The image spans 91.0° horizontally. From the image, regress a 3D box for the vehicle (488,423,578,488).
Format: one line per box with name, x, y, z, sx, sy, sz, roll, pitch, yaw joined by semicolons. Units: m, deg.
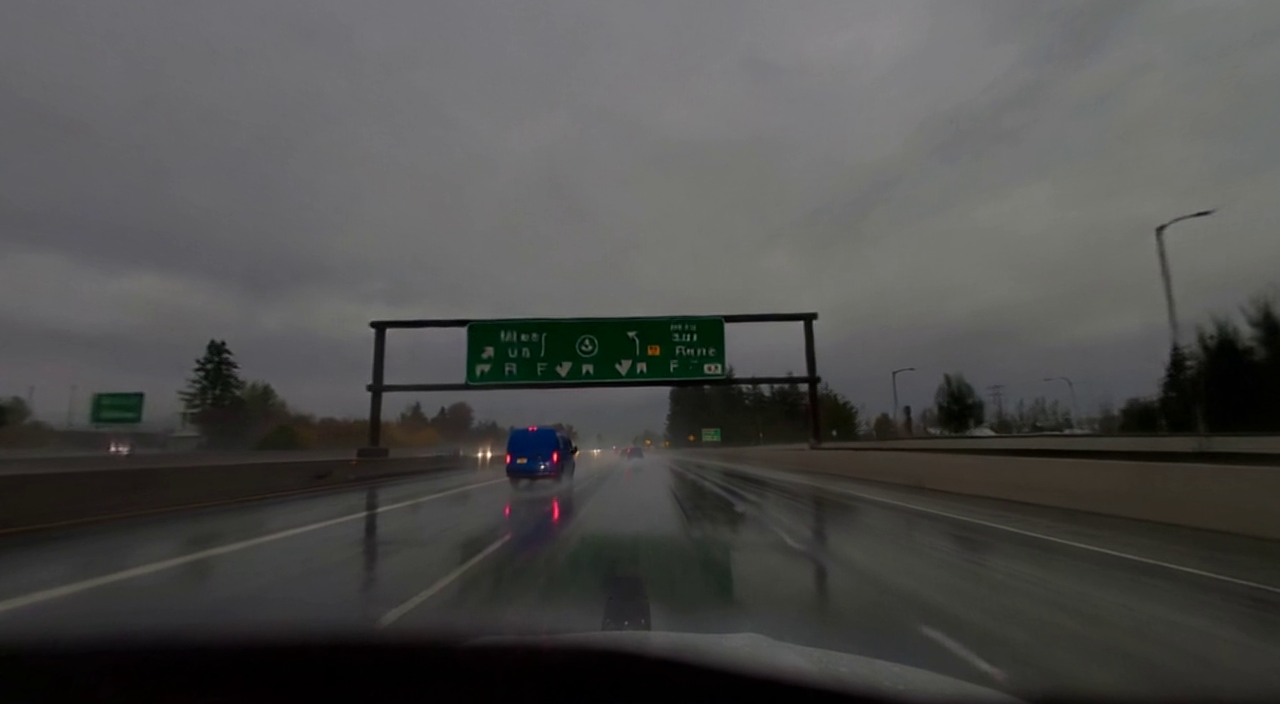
vehicle;-3.561;3.557;21.938;2.281;2.025;4.586;0;-8;0
